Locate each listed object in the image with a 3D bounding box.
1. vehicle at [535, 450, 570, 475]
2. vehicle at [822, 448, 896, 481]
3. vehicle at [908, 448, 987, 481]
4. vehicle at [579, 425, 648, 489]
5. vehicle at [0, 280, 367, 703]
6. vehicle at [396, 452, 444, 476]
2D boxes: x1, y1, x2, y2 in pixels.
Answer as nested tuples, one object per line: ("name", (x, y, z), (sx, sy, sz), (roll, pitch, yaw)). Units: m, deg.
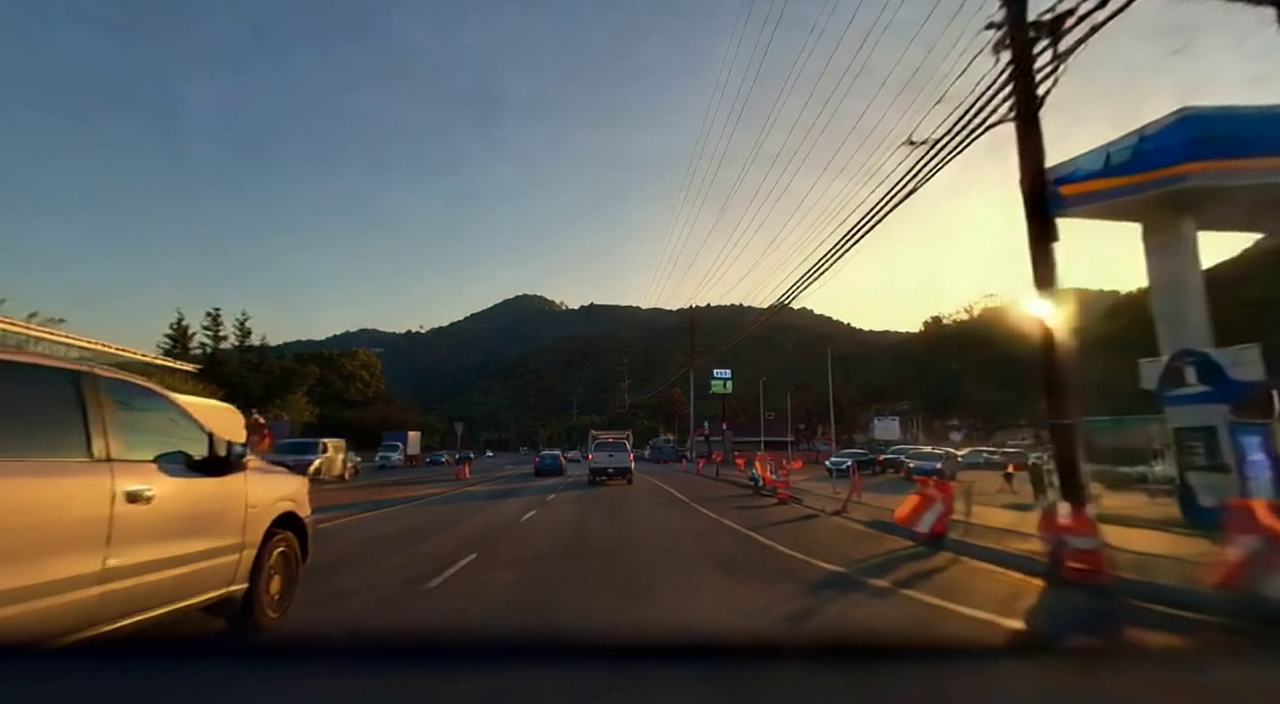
("vehicle", (-5.637, 7.172, 41.172), (1.972, 1.496, 4.150), (1, -9, -4))
("vehicle", (14.031, 7.106, 40.323), (5.331, 1.917, 2.166), (8, -12, -43))
("vehicle", (18.821, 6.805, 38.586), (5.424, 1.844, 2.255), (7, -11, -40))
("vehicle", (-1.085, 4.211, 25.556), (2.486, 2.280, 5.291), (0, -9, -3))
("vehicle", (-3.815, 0.817, 3.215), (2.345, 2.012, 5.693), (0, -9, -1))
("vehicle", (-15.038, 7.644, 43.342), (1.993, 1.455, 3.967), (0, -9, -3))
